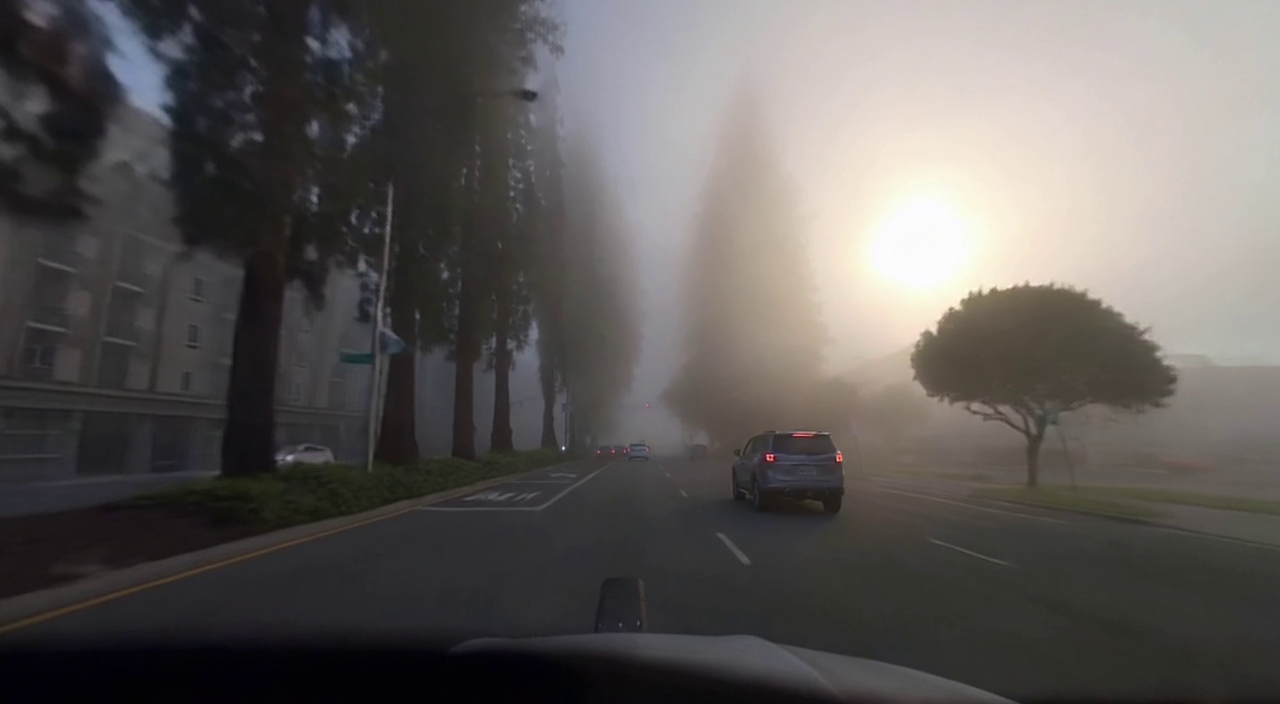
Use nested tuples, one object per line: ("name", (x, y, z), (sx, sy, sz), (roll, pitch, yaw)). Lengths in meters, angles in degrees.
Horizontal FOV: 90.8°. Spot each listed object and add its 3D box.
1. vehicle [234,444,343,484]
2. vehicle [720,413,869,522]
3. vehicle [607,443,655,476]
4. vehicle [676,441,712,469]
("vehicle", (-14.374, 4.597, 26.169), (1.913, 1.477, 4.470), (0, -9, 1))
("vehicle", (3.063, 2.413, 13.638), (2.035, 1.940, 4.299), (0, -9, -1))
("vehicle", (-0.409, 5.036, 29.765), (2.119, 1.460, 3.847), (0, -9, 0))
("vehicle", (3.451, 6.651, 40.974), (1.922, 1.708, 4.126), (0, -9, -1))
